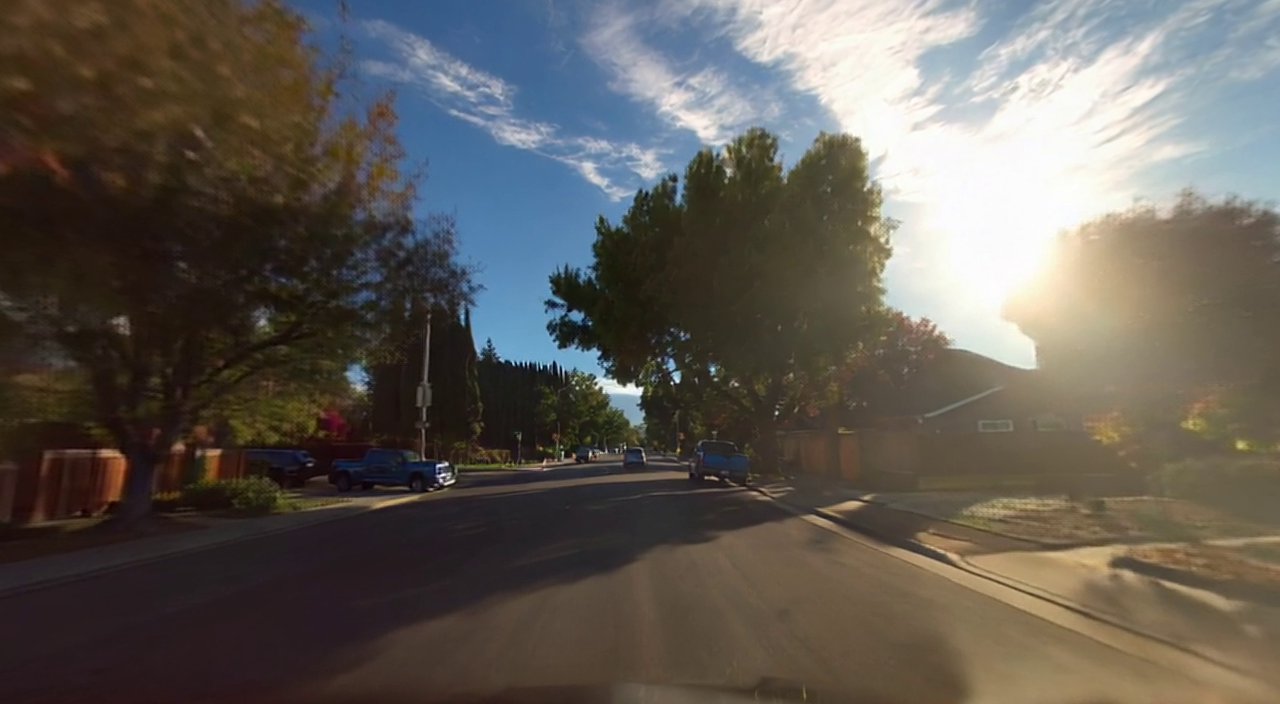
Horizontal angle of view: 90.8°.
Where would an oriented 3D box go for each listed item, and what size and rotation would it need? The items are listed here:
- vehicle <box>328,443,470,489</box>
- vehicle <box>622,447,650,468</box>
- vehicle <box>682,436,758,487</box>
[{"bbox_3d":[-9.766,4.642,25.867,4.947,1.769,2.023,0,-9,2],"label":"vehicle"},{"bbox_3d":[-0.257,7.998,48.070,2.064,1.477,3.968,0,-9,0],"label":"vehicle"},{"bbox_3d":[3.205,4.570,26.734,2.394,1.901,5.759,0,-9,-1],"label":"vehicle"}]
